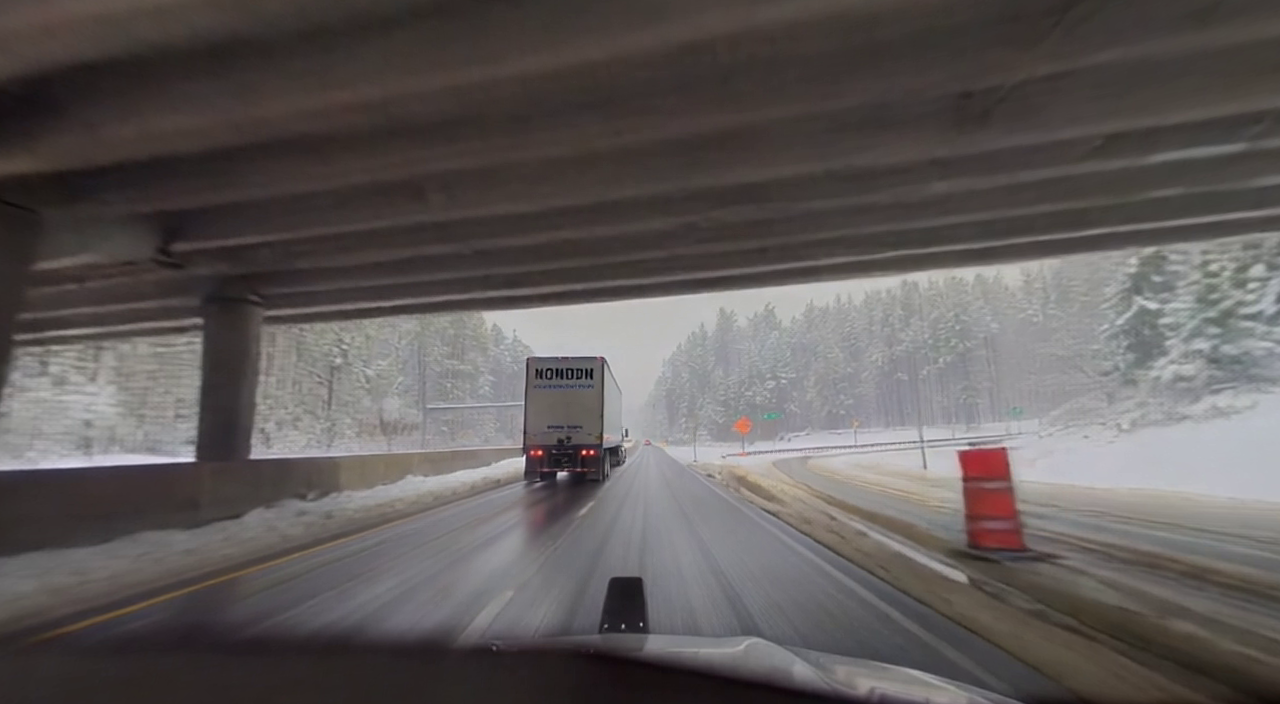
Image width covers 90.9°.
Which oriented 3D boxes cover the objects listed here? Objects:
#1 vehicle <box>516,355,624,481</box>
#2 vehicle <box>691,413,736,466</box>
[{"bbox_3d":[-2.486,3.406,28.634,2.873,4.060,16.327,-1,-9,1],"label":"vehicle"},{"bbox_3d":[5.135,6.163,44.601,2.928,3.571,3.032,0,-8,3],"label":"vehicle"}]
